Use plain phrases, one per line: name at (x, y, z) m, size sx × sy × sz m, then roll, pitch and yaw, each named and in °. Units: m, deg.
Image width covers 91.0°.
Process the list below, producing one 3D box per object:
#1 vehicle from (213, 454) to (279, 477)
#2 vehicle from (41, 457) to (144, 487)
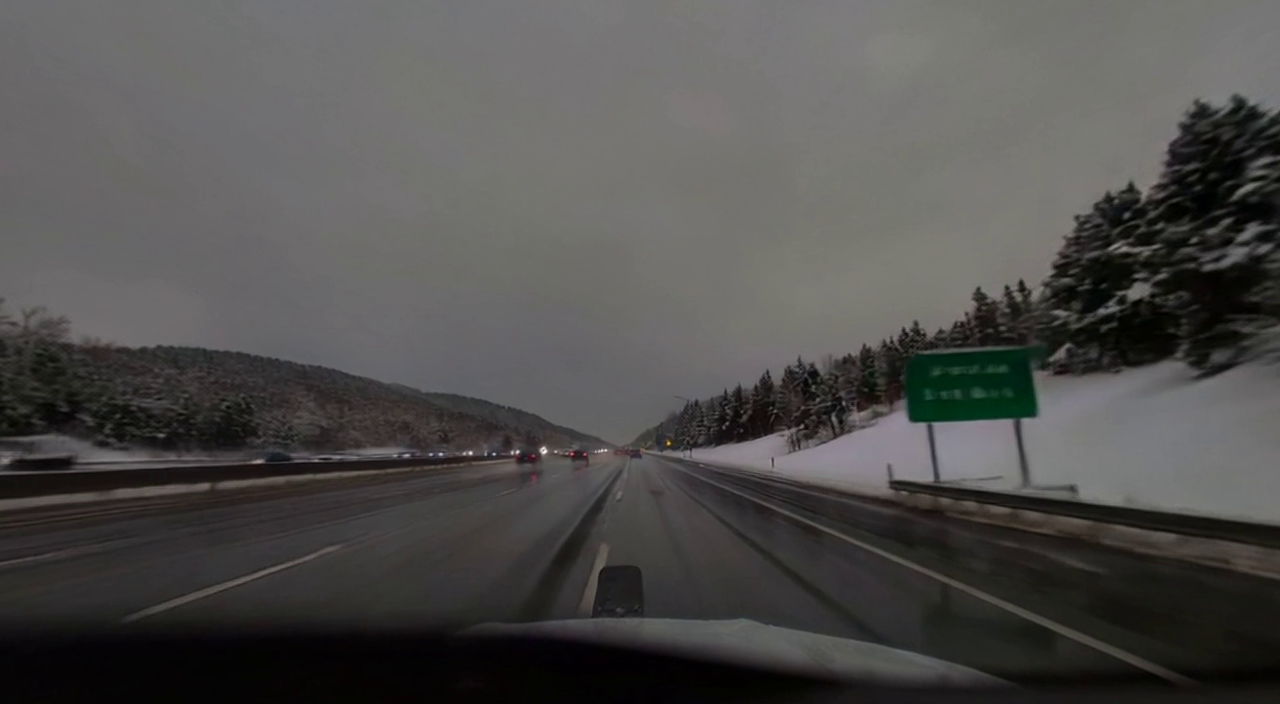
vehicle at (-27.346, 7.851, 43.827) m, size 1.834 × 1.478 × 4.311 m, roll 0°, pitch -9°, yaw -1°
vehicle at (-30.943, 6.766, 35.804) m, size 1.871 × 1.480 × 4.478 m, roll 0°, pitch -9°, yaw -1°
